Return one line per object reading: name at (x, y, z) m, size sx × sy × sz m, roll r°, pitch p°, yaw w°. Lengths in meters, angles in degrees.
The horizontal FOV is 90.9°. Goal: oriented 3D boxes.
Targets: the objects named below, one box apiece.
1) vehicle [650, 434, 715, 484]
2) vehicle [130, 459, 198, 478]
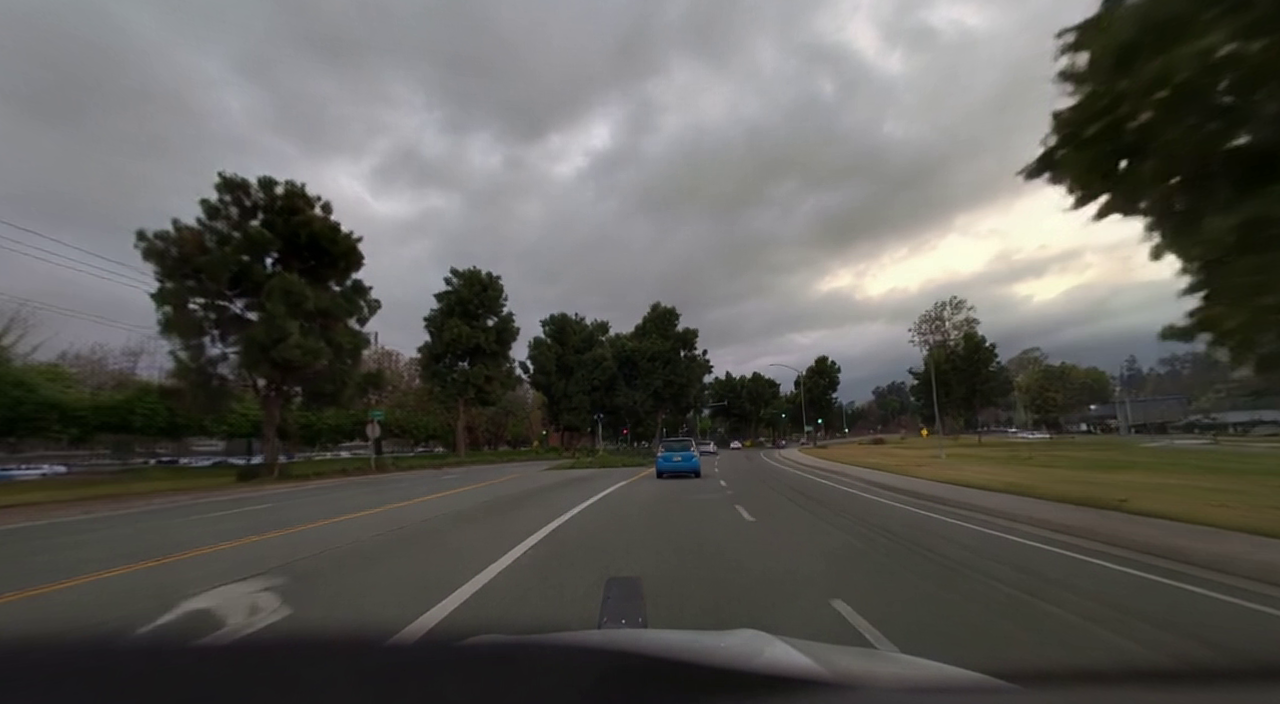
vehicle at (1.468, 3.603, 21.522) m, size 2.010 × 1.535 × 3.735 m, roll -1°, pitch -8°, yaw 5°
vehicle at (-37.460, 9.143, 49.658) m, size 4.261 × 1.430 × 1.806 m, roll -2°, pitch -9°, yaw 11°
